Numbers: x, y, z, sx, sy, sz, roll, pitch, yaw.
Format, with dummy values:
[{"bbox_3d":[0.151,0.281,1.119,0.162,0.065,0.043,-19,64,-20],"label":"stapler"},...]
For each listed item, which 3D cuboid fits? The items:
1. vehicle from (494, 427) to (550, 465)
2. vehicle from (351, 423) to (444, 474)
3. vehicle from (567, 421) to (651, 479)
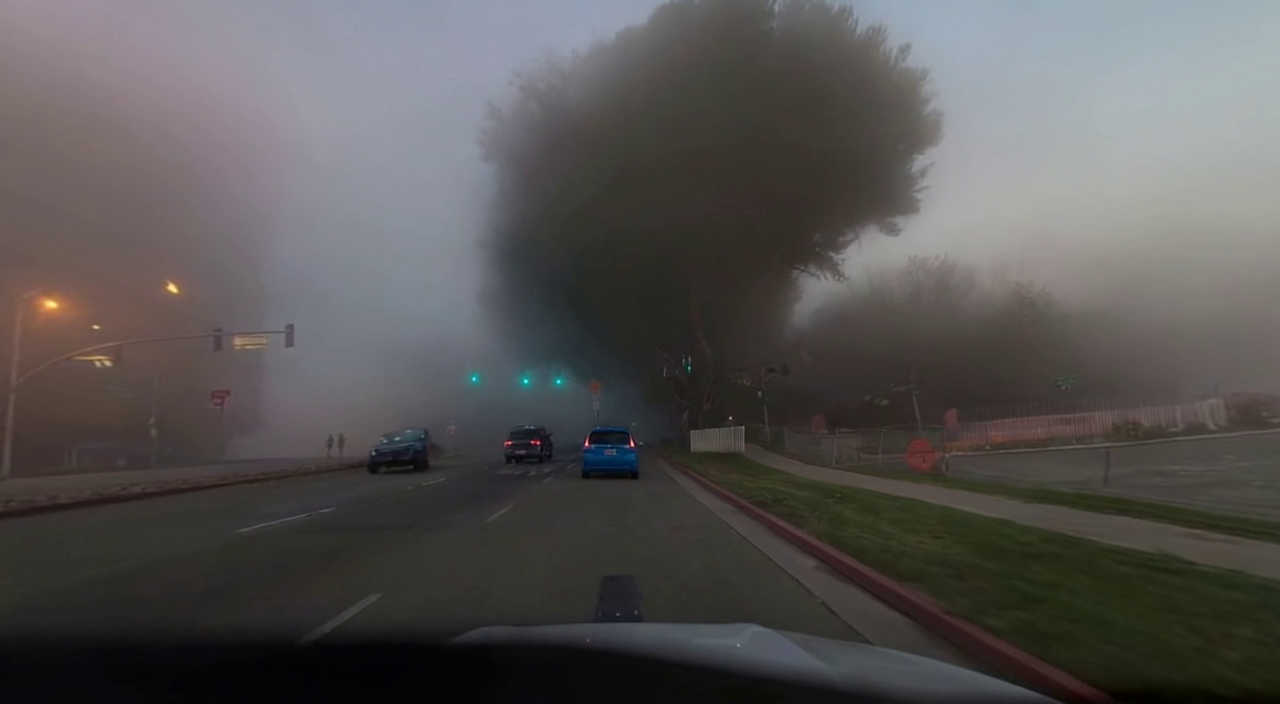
[{"bbox_3d":[-4.950,3.992,26.847,2.023,1.485,3.721,1,-8,-6],"label":"vehicle"},{"bbox_3d":[-8.982,3.597,23.776,1.994,1.717,4.380,0,-8,-4],"label":"vehicle"},{"bbox_3d":[-0.829,3.002,19.586,2.231,1.572,4.227,0,-8,2],"label":"vehicle"}]
